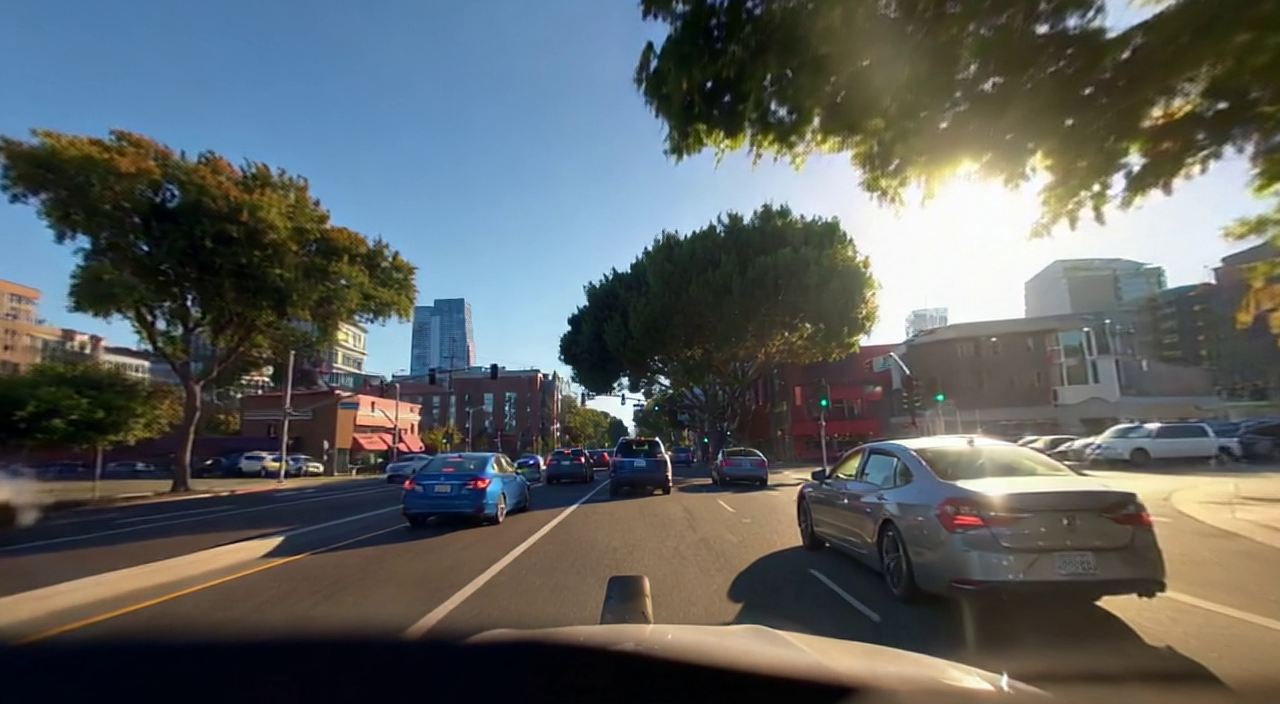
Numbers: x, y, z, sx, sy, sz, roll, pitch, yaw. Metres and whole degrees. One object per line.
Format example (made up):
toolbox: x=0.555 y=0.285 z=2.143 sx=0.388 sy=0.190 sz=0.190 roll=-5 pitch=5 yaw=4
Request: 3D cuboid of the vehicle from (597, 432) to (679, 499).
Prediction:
vehicle: x=-0.055 y=3.615 z=20.515 sx=2.361 sy=1.898 sz=4.465 roll=0 pitch=-8 yaw=0

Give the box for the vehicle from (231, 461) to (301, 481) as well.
vehicle: x=-29.600 y=9.371 z=49.888 sx=4.488 sy=1.445 sz=2.098 roll=-2 pitch=-9 yaw=13

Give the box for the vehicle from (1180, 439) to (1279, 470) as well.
vehicle: x=33.423 y=5.685 z=35.092 sx=4.534 sy=1.680 sz=2.002 roll=-3 pitch=-9 yaw=22

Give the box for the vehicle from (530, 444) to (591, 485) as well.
vehicle: x=-3.464 y=4.956 z=28.137 sx=2.130 sy=1.645 sz=3.995 roll=0 pitch=-8 yaw=1

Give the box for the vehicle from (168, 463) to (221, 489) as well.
vehicle: x=-28.930 y=8.002 z=40.847 sx=4.549 sy=1.452 sz=1.921 roll=-8 pitch=-12 yaw=44

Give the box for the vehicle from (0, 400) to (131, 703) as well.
vehicle: x=-4.112 y=0.781 z=1.516 sx=2.173 sy=1.536 sz=4.285 roll=0 pitch=-8 yaw=0

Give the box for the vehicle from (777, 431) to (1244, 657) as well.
vehicle: x=2.955 y=1.611 z=6.505 sx=2.052 sy=1.475 sz=4.540 roll=0 pitch=-8 yaw=0

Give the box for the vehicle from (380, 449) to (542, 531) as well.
vehicle: x=-3.417 y=2.696 z=12.929 sx=2.115 sy=1.369 sz=3.908 roll=0 pitch=-8 yaw=1

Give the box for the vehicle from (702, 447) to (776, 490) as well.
vehicle: x=3.600 y=4.329 z=23.828 sx=2.058 sy=1.472 sz=4.317 roll=0 pitch=-8 yaw=-1
